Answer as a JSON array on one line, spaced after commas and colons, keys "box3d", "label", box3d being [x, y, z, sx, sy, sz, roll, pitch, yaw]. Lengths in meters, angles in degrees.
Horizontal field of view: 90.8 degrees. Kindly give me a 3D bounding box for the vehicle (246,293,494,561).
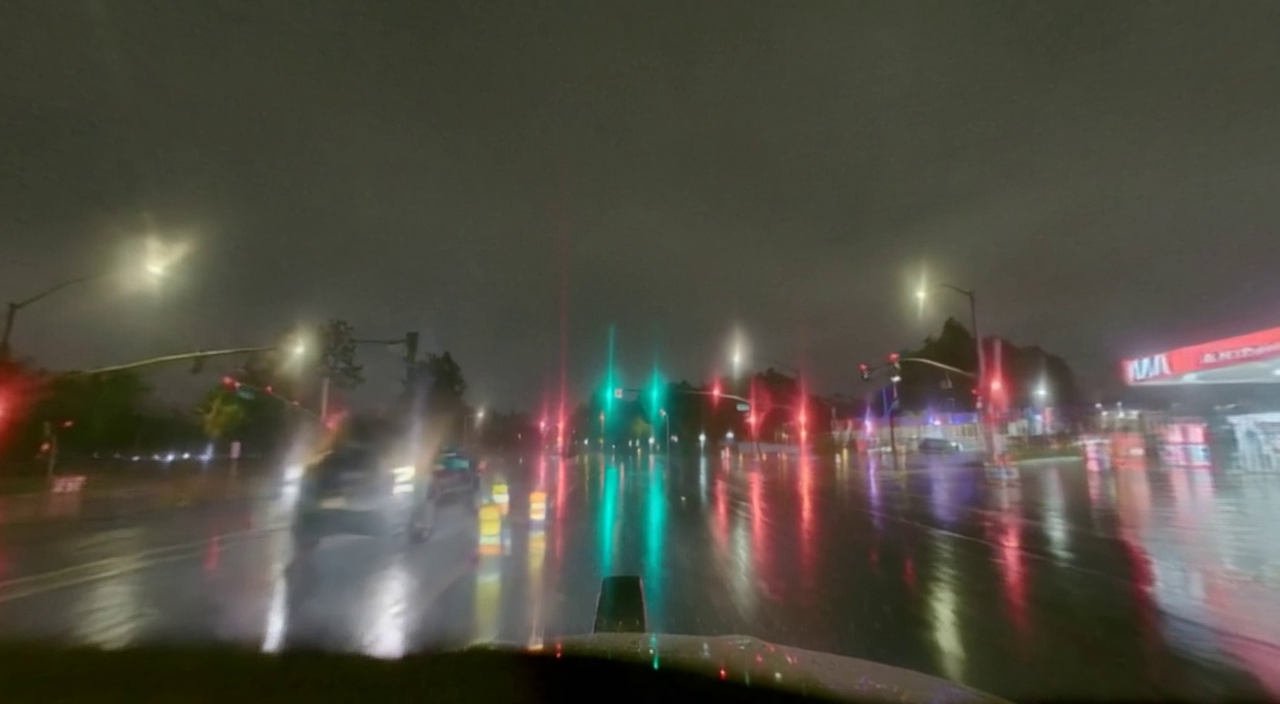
[{"box3d": [-3.995, 1.157, 10.130, 2.637, 3.576, 3.006, -1, -7, -1], "label": "vehicle"}]
